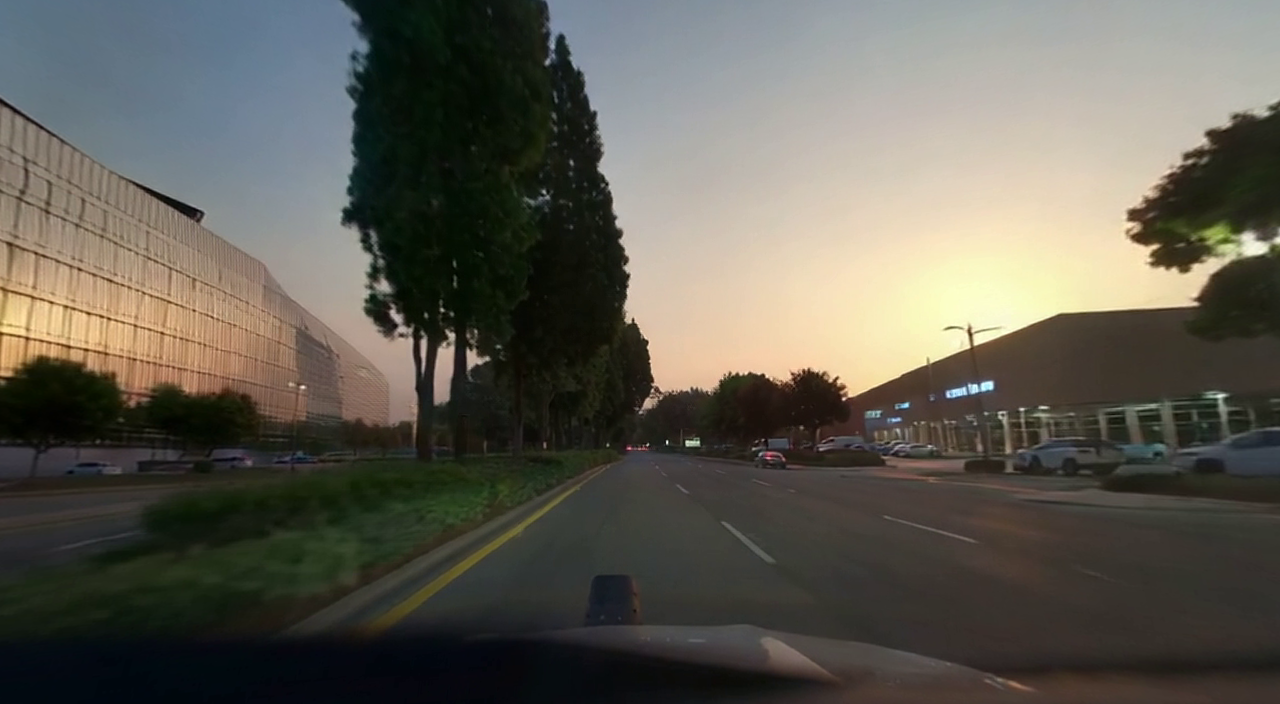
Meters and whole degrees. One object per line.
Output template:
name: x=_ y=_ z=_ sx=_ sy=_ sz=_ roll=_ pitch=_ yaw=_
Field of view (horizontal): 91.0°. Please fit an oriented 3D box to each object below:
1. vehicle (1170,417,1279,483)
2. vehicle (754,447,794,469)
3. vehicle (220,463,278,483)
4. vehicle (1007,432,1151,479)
vehicle: x=19.210 y=2.839 z=18.207 sx=2.151 sy=1.838 sz=5.534 roll=3 pitch=-9 yaw=-16
vehicle: x=10.145 y=7.998 z=47.864 sx=2.013 sy=1.551 sz=4.460 roll=0 pitch=-9 yaw=-1
vehicle: x=-30.602 y=9.453 z=49.266 sx=3.440 sy=1.394 sz=1.613 roll=-1 pitch=-7 yaw=0
vehicle: x=19.221 y=4.556 z=28.048 sx=2.179 sy=1.767 sz=5.837 roll=-2 pitch=-8 yaw=0
